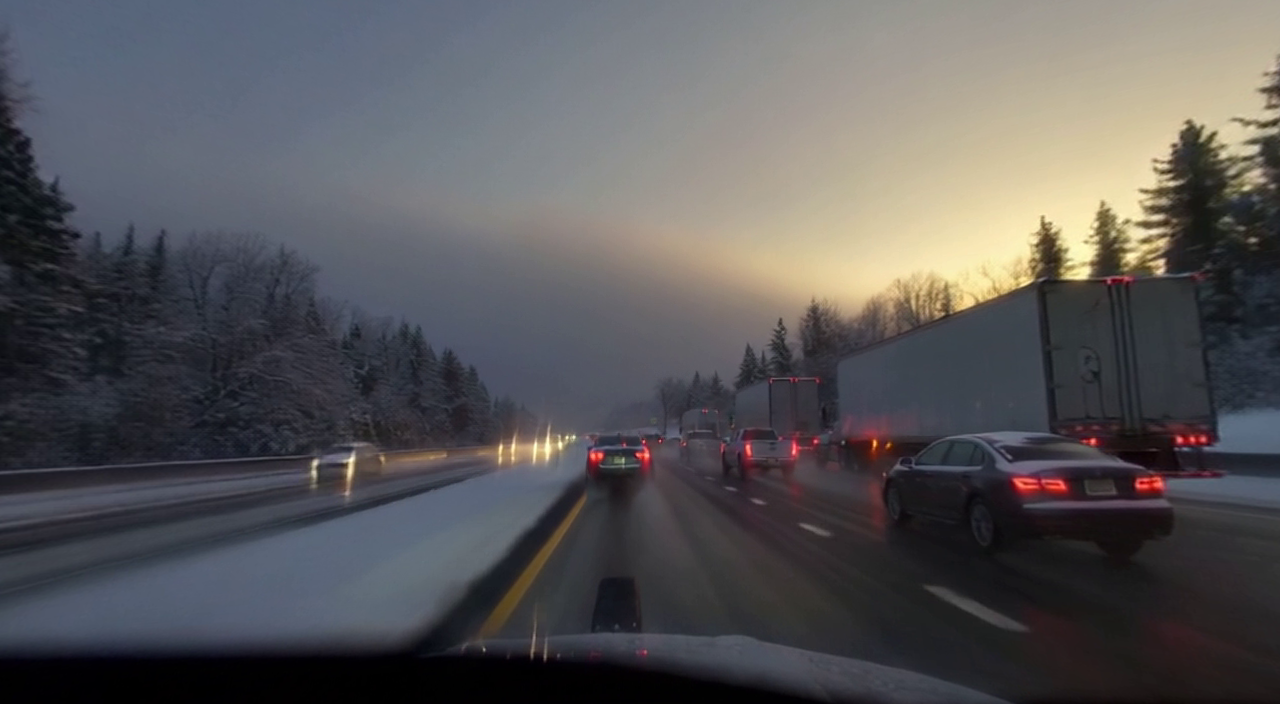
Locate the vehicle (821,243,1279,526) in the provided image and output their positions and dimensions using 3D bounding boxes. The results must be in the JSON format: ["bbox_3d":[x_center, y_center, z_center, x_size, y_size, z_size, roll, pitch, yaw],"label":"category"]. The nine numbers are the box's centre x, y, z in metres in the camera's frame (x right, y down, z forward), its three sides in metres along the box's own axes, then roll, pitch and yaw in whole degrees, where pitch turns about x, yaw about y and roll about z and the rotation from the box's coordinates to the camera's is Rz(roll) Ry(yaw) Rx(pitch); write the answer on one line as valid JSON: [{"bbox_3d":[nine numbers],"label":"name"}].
[{"bbox_3d":[8.357,1.354,16.125,2.908,4.099,14.103,0,-8,-1],"label":"vehicle"}]

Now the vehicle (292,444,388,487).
[{"bbox_3d":[-11.635,4.401,24.720,1.874,1.504,3.847,0,-8,0],"label":"vehicle"}]

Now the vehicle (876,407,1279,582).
[{"bbox_3d":[4.707,1.530,7.625,2.040,1.523,4.068,0,-8,-1],"label":"vehicle"}]

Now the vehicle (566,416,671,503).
[{"bbox_3d":[-0.459,2.446,14.835,2.087,1.709,4.455,0,-8,-1],"label":"vehicle"}]

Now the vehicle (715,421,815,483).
[{"bbox_3d":[3.675,3.012,19.278,2.147,1.707,3.963,0,-8,-2],"label":"vehicle"}]
